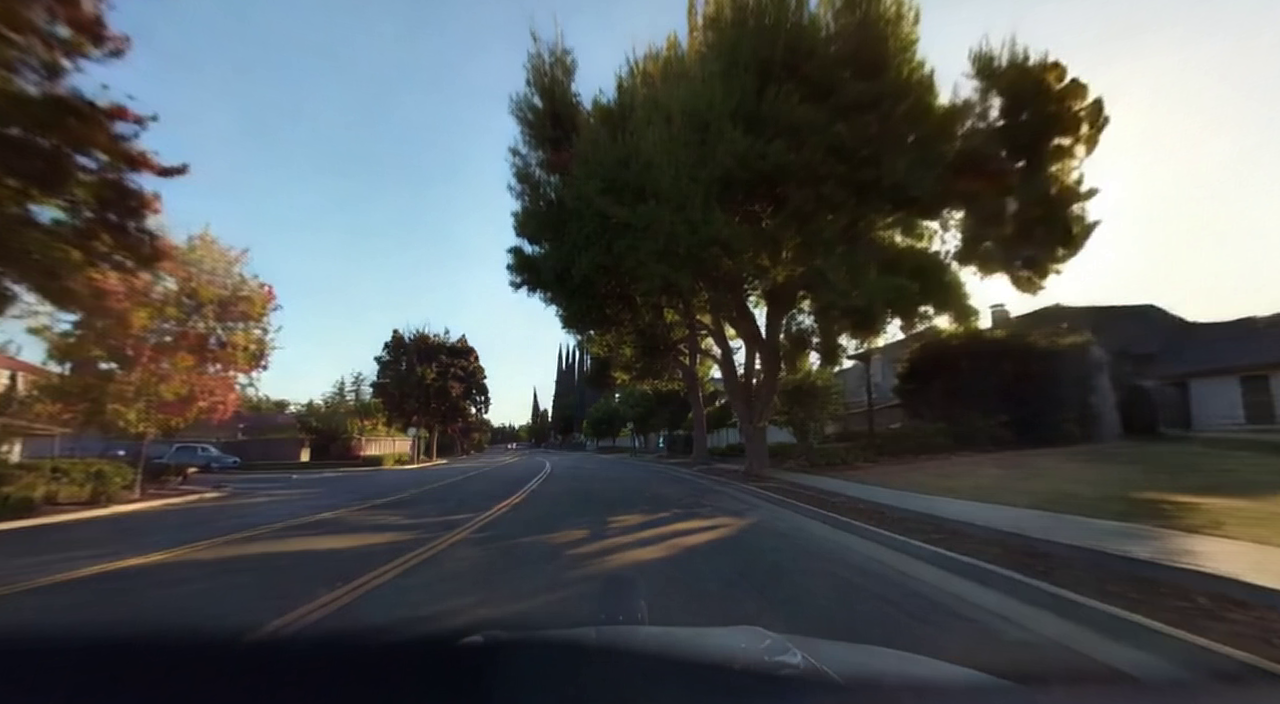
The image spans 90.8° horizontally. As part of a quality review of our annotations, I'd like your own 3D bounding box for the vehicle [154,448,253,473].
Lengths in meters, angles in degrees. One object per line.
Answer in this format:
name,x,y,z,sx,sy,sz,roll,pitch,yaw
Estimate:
vehicle,-26.754,6.657,38.876,4.527,1.441,2.024,1,-8,-5
